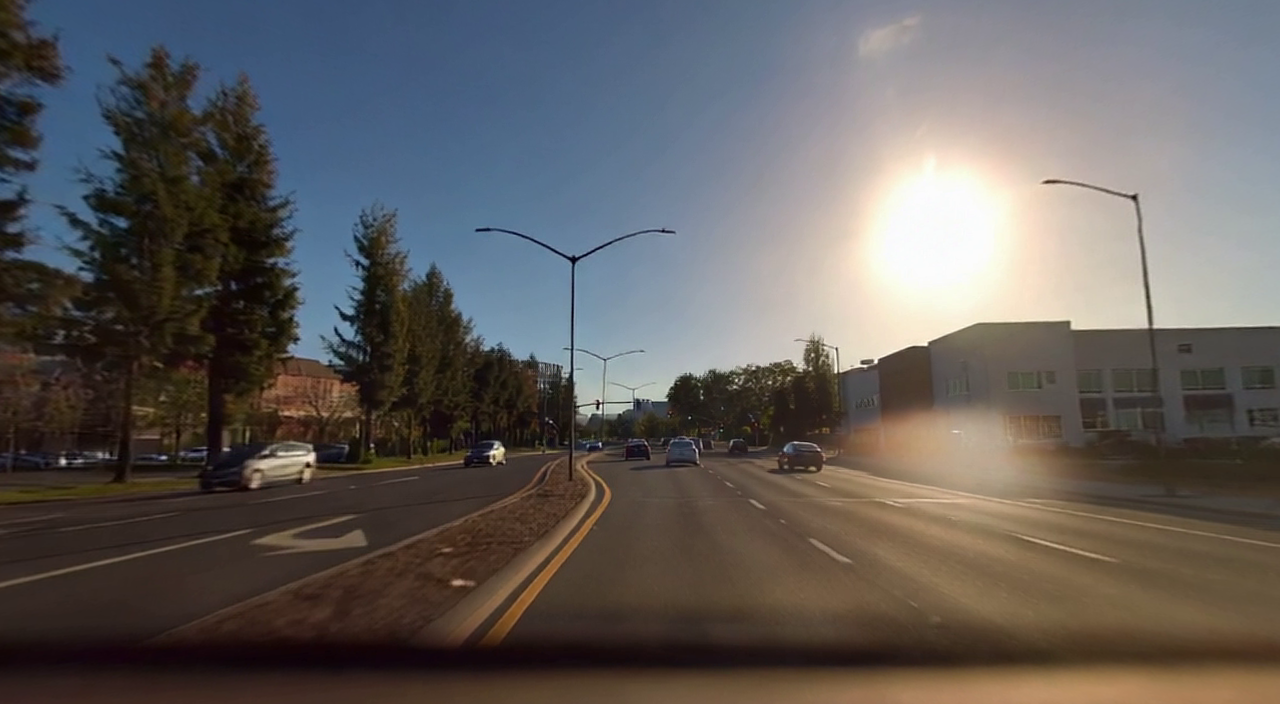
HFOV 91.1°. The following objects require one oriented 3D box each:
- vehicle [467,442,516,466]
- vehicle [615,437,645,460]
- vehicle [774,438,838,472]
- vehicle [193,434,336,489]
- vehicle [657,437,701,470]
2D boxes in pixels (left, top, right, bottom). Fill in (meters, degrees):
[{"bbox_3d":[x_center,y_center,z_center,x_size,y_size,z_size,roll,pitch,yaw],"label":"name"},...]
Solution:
[{"bbox_3d":[-9.682,6.670,41.361,1.984,1.472,4.487,-1,-8,2],"label":"vehicle"},{"bbox_3d":[-0.779,7.016,45.606,2.074,1.575,4.326,0,-9,-3],"label":"vehicle"},{"bbox_3d":[7.996,5.010,30.698,1.918,1.484,4.456,0,-8,0],"label":"vehicle"},{"bbox_3d":[-13.803,4.052,23.569,2.022,1.787,5.262,-1,-8,1],"label":"vehicle"},{"bbox_3d":[1.866,5.055,31.467,1.971,1.479,4.493,-1,-8,1],"label":"vehicle"}]
